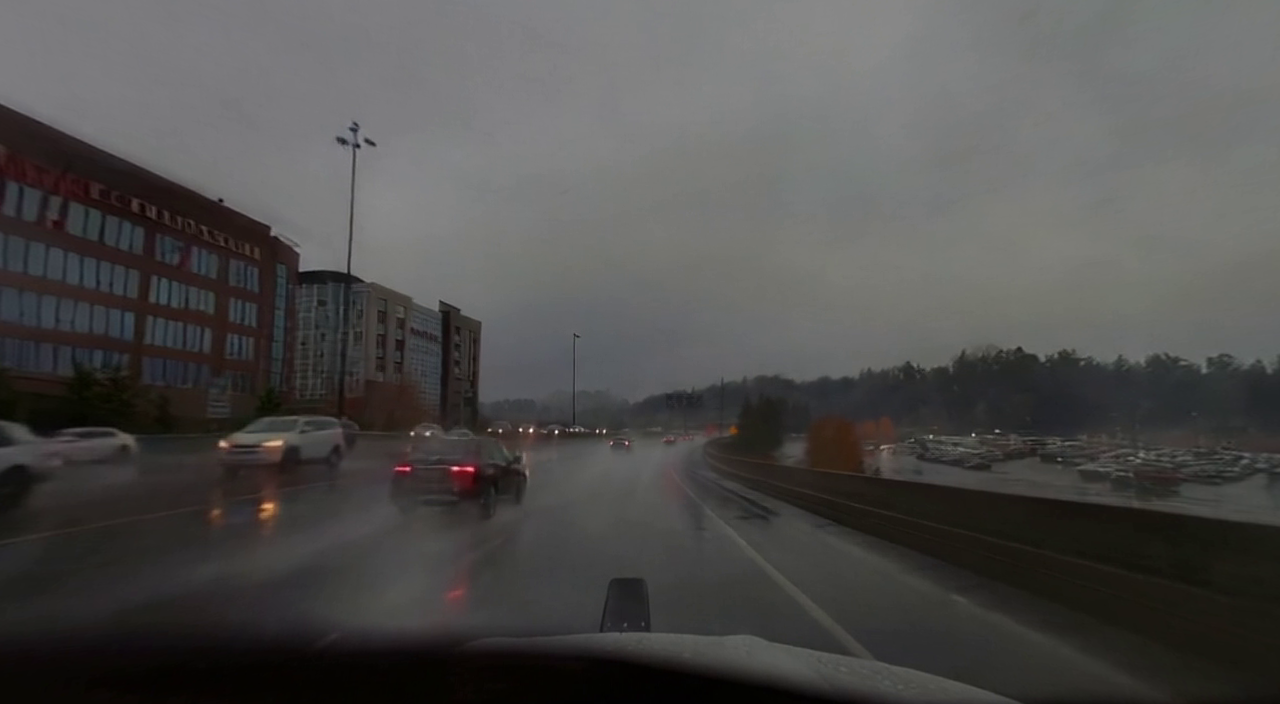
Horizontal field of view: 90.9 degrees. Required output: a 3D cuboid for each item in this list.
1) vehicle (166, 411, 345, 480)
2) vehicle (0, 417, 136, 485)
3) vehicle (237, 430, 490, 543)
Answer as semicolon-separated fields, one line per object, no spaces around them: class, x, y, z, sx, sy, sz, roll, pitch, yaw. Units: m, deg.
vehicle;-10.335;2.584;17.471;1.926;1.650;4.593;-1;-8;2
vehicle;-14.978;2.378;15.160;1.850;1.490;4.628;0;-8;1
vehicle;-4.183;2.098;10.570;2.035;1.460;4.497;-1;-8;3
